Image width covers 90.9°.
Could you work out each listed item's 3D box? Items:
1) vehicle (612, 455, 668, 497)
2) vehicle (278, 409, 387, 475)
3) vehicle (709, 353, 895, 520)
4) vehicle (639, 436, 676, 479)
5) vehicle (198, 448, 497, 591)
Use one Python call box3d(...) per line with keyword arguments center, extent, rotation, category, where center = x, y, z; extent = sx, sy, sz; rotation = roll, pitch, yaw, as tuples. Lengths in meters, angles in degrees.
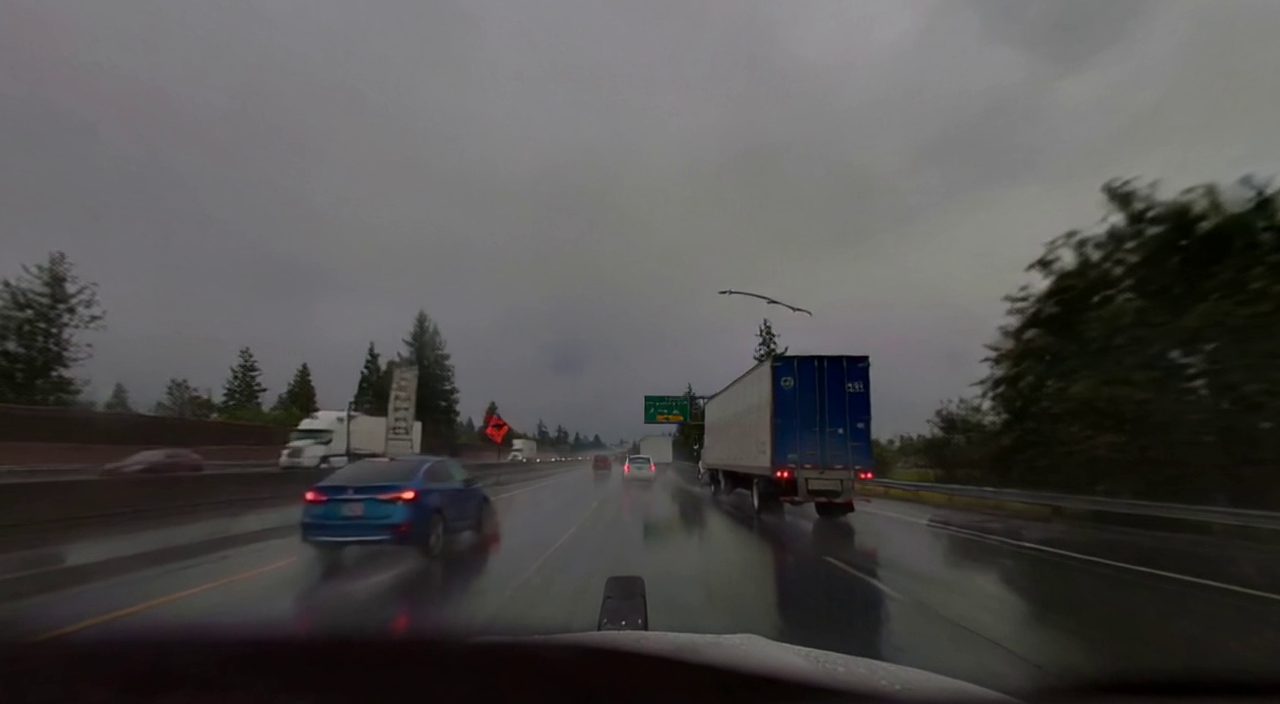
box3d(center=(-0.005, 4.986, 25.720), extent=(2.089, 1.516, 4.191), rotation=(0, -9, -1), category="vehicle")
box3d(center=(-19.811, 5.973, 41.396), extent=(2.967, 3.881, 8.316), rotation=(0, -9, -1), category="vehicle")
box3d(center=(4.659, 3.122, 22.189), extent=(2.877, 4.035, 13.897), rotation=(0, -9, 0), category="vehicle")
box3d(center=(1.450, 8.116, 48.449), extent=(2.650, 2.978, 6.937), rotation=(0, -10, 3), category="vehicle")
box3d(center=(-3.532, 2.083, 8.700), extent=(2.105, 1.467, 4.099), rotation=(0, -9, 1), category="vehicle")
